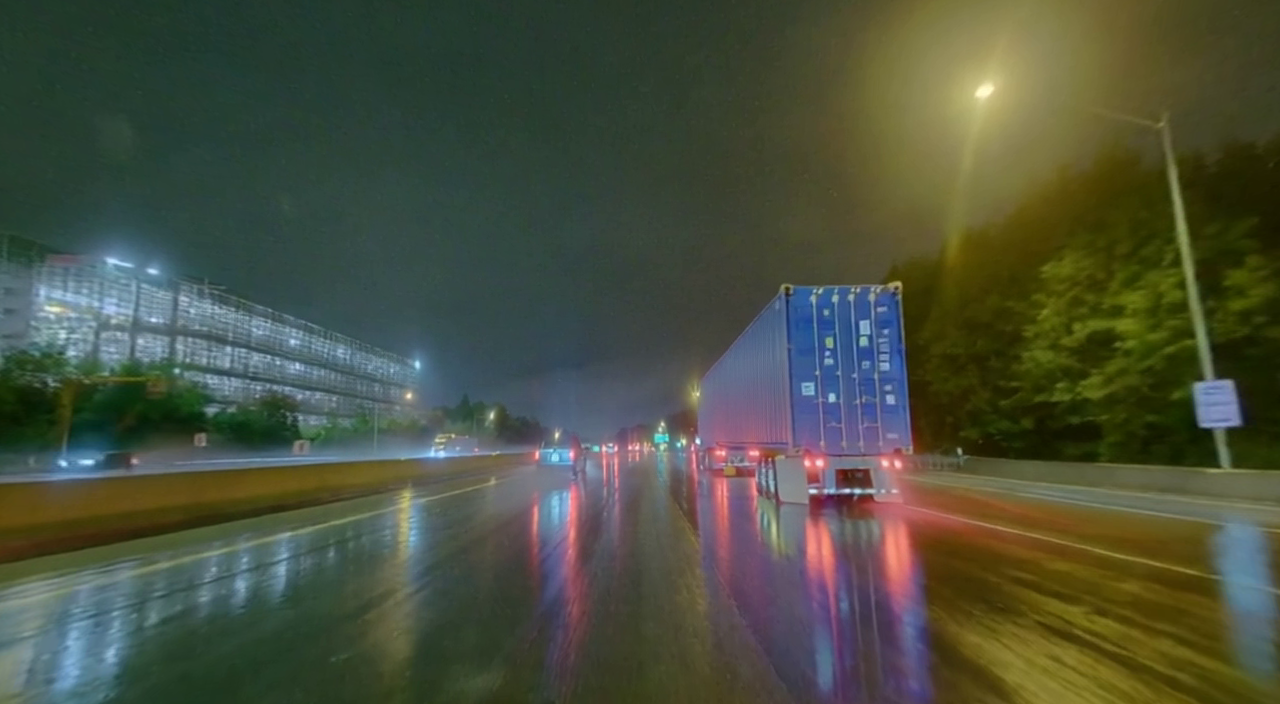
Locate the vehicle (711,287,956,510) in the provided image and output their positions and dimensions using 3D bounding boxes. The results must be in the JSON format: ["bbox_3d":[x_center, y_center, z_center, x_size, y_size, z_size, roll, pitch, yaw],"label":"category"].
[{"bbox_3d":[4.199,1.793,18.094,2.893,3.992,13.605,-1,-8,1],"label":"vehicle"}]

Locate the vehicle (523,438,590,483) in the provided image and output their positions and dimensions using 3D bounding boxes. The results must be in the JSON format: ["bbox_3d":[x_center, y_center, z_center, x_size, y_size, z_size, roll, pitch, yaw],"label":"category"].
[{"bbox_3d":[-3.028,4.033,23.728,1.954,1.528,4.010,0,-8,0],"label":"vehicle"}]
